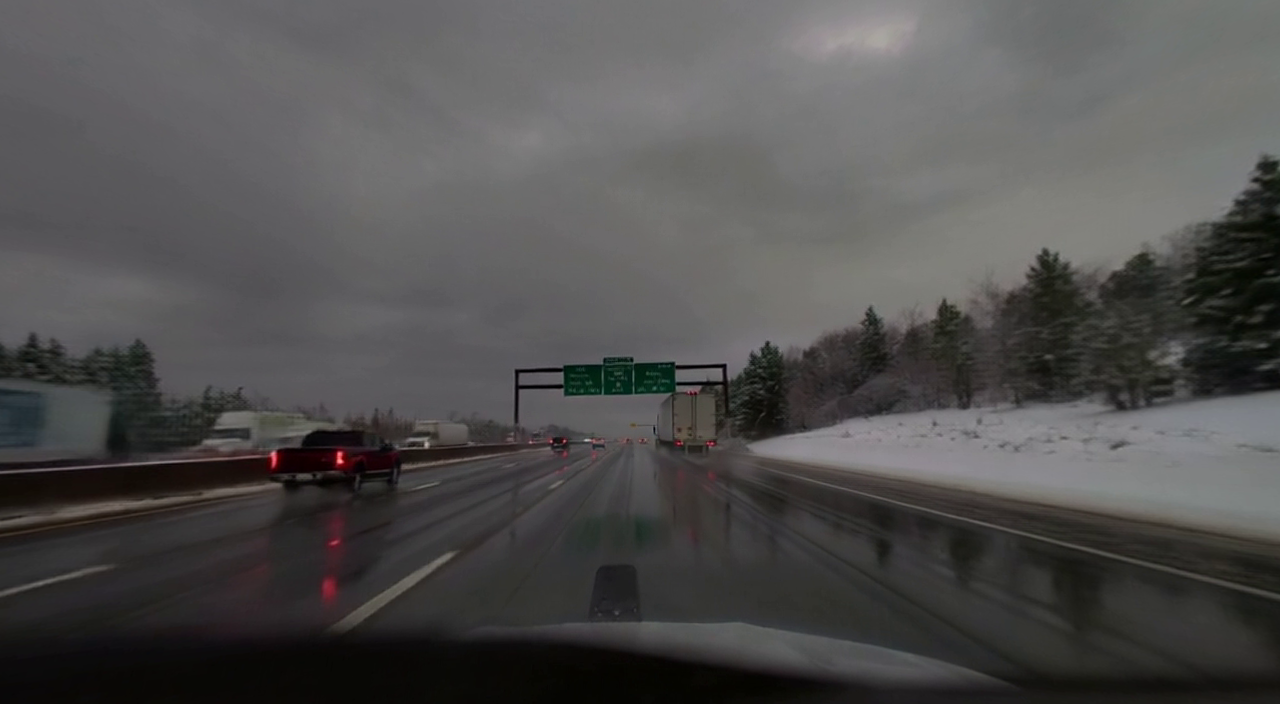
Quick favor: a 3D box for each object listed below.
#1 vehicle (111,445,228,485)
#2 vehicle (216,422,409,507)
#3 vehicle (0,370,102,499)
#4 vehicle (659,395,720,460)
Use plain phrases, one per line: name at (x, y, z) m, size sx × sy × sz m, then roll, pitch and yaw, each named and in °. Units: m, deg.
vehicle at (-19.041, 4.565, 25.734) m, size 1.711 × 1.434 × 3.997 m, roll 0°, pitch -8°, yaw -1°
vehicle at (-7.295, 2.521, 14.737) m, size 2.076 × 1.636 × 4.597 m, roll 0°, pitch -8°, yaw 0°
vehicle at (-22.814, 2.172, 16.640) m, size 2.966 × 4.248 × 16.476 m, roll 0°, pitch -8°, yaw -1°
vehicle at (2.980, 5.102, 42.086) m, size 2.760 × 3.710 × 12.230 m, roll 0°, pitch -7°, yaw -2°
